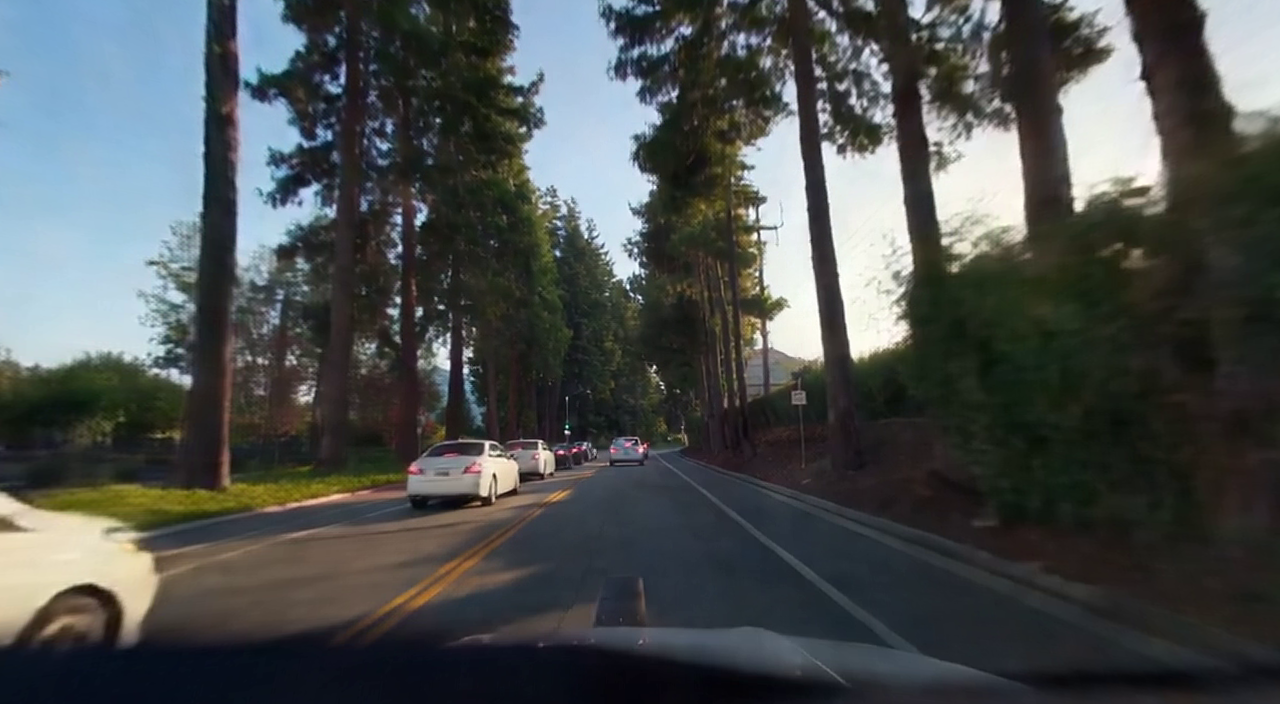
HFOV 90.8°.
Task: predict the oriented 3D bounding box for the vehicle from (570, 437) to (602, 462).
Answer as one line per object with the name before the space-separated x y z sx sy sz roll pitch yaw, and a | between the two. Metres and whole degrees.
vehicle | -3.919 7.112 46.300 1.983 1.697 4.285 0 -8 0

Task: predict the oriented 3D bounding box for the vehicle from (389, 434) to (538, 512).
vehicle | -3.684 2.598 14.128 2.030 1.452 4.312 0 -8 1

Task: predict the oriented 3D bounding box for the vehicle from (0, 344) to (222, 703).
vehicle | -3.658 0.698 1.657 2.126 1.707 4.317 0 -8 0

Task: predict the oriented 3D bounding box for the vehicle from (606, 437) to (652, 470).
vehicle | -0.532 4.989 31.279 2.127 1.517 4.090 0 -8 -1
